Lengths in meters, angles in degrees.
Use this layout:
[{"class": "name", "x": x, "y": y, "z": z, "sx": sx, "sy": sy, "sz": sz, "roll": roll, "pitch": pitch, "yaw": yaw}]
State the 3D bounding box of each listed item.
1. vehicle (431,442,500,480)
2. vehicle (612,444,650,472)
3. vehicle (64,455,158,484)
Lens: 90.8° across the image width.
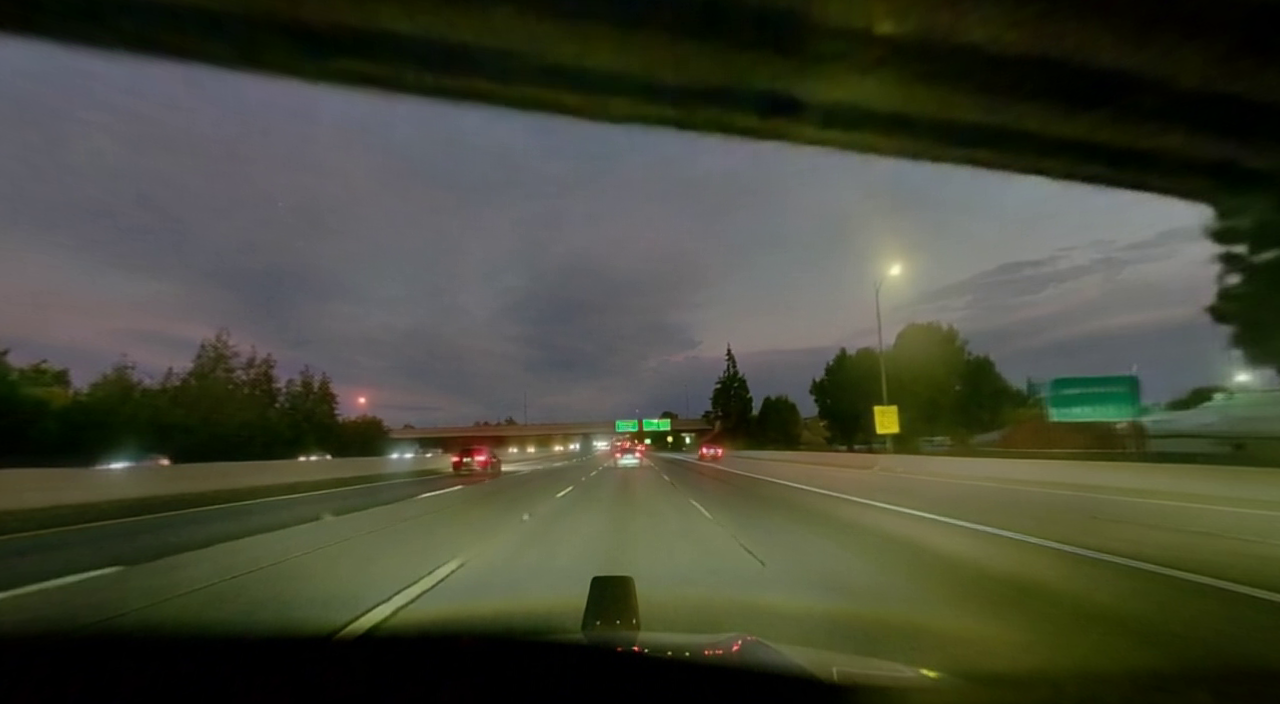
[{"class": "vehicle", "x": -7.833, "y": 4.937, "z": 28.873, "sx": 1.957, "sy": 1.554, "sz": 4.350, "roll": 0, "pitch": -9, "yaw": -1}, {"class": "vehicle", "x": -0.534, "y": 5.825, "z": 34.949, "sx": 2.012, "sy": 1.471, "sz": 4.059, "roll": 0, "pitch": -9, "yaw": -2}, {"class": "vehicle", "x": -34.918, "y": 7.764, "z": 41.908, "sx": 2.037, "sy": 1.705, "sz": 4.919, "roll": 0, "pitch": -8, "yaw": -1}]
